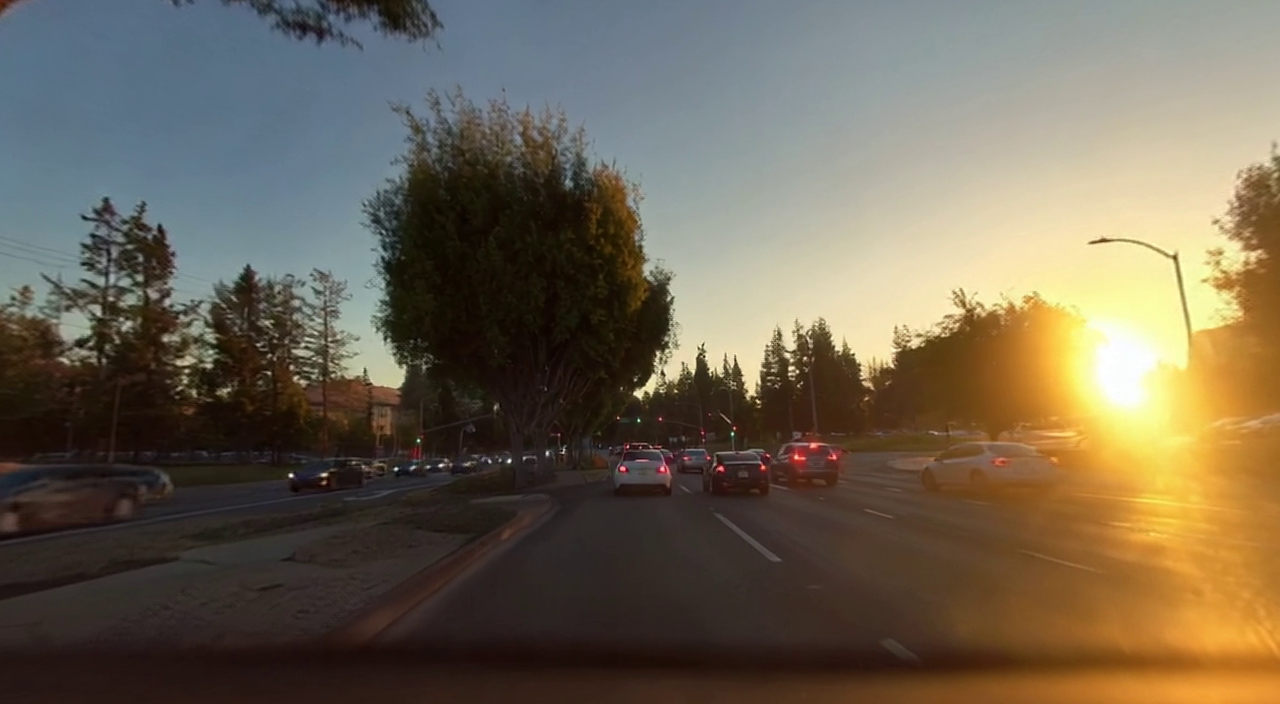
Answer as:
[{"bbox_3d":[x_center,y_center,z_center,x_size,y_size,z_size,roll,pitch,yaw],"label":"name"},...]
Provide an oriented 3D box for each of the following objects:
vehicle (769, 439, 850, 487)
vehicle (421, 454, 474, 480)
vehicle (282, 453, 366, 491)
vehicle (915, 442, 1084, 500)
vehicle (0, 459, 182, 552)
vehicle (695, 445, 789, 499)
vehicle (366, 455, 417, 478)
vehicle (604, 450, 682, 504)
[{"bbox_3d":[6.408,4.232,24.402,1.931,1.685,4.054,0,-9,-1],"label":"vehicle"},{"bbox_3d":[-12.162,7.249,40.182,1.896,1.484,4.473,0,-9,1],"label":"vehicle"},{"bbox_3d":[-15.841,6.006,31.978,1.908,1.703,4.547,0,-9,0],"label":"vehicle"},{"bbox_3d":[10.370,3.444,18.824,1.890,1.488,5.113,0,-9,-2],"label":"vehicle"},{"bbox_3d":[-11.993,2.974,12.825,2.002,1.500,4.536,0,-9,-1],"label":"vehicle"},{"bbox_3d":[3.027,3.675,19.897,1.970,1.445,4.974,0,-9,-2],"label":"vehicle"},{"bbox_3d":[-19.204,8.854,49.032,1.992,1.607,4.965,0,-9,0],"label":"vehicle"},{"bbox_3d":[0.029,3.504,18.202,1.990,1.347,4.067,0,-9,-2],"label":"vehicle"}]
